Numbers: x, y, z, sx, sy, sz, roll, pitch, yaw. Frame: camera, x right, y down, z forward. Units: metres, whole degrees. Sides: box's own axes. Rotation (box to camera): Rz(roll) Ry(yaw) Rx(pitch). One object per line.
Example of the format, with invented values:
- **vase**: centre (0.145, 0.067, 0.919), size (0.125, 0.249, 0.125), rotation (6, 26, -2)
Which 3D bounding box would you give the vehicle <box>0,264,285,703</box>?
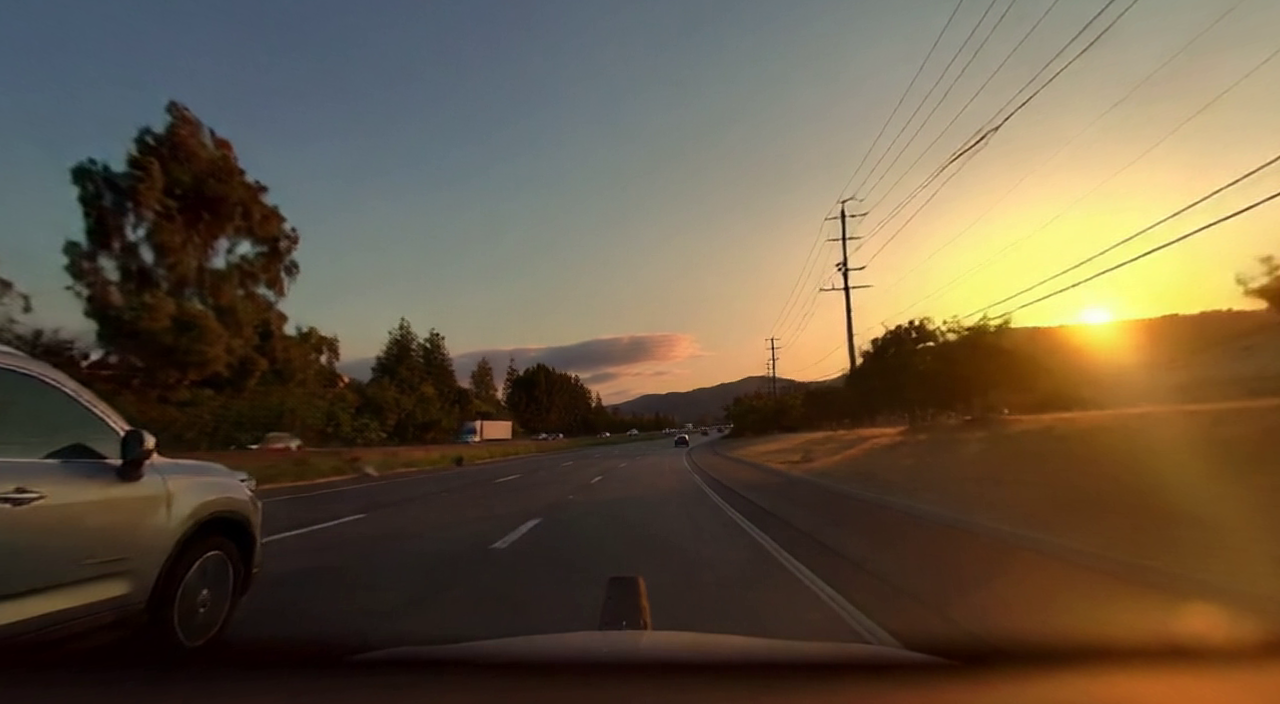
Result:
- **vehicle**: centre (-3.484, 0.561, 1.646), size (2.136, 1.975, 5.037), rotation (0, -8, 0)
